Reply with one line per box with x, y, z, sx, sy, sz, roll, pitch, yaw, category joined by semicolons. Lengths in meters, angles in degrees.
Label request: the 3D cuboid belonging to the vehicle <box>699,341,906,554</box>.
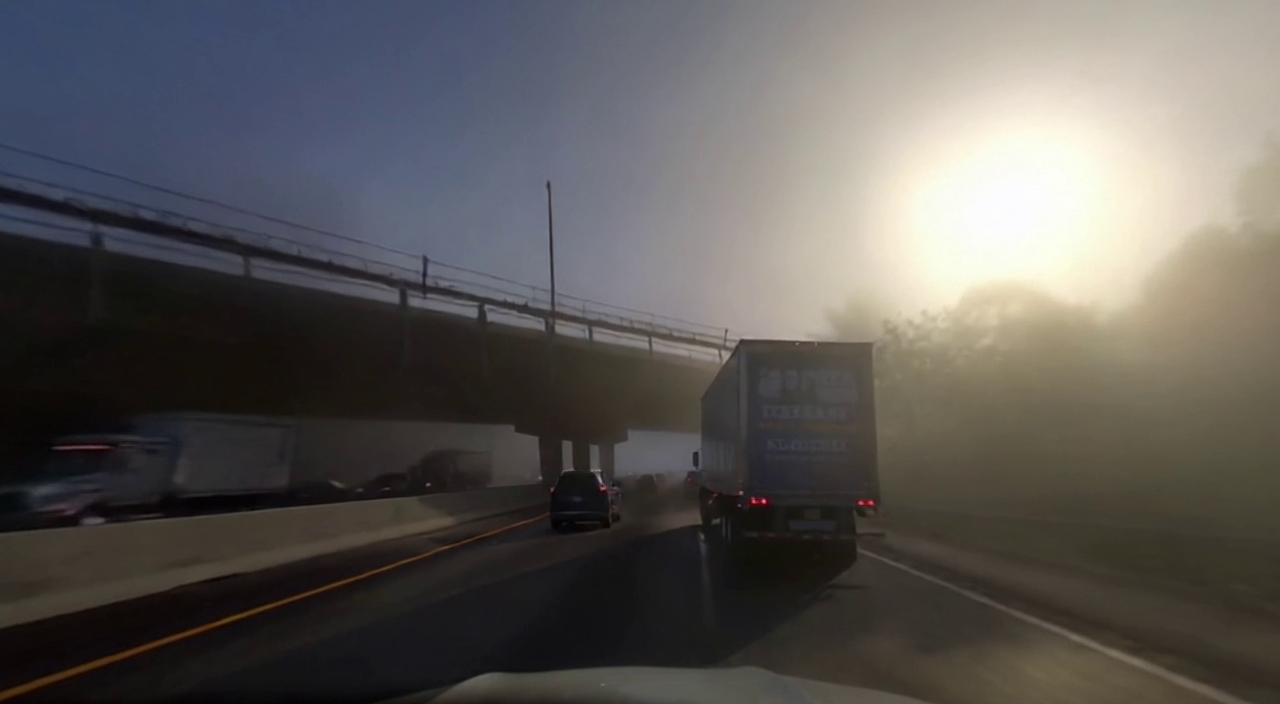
3.342;2.544;16.149;2.980;3.834;9.423;0;-10;1;vehicle

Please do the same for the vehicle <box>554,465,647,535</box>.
-0.949;4.099;17.977;2.124;1.653;4.857;0;-10;3;vehicle

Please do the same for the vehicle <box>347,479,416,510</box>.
-13.932;7.668;34.170;1.788;1.465;4.145;0;-11;3;vehicle
